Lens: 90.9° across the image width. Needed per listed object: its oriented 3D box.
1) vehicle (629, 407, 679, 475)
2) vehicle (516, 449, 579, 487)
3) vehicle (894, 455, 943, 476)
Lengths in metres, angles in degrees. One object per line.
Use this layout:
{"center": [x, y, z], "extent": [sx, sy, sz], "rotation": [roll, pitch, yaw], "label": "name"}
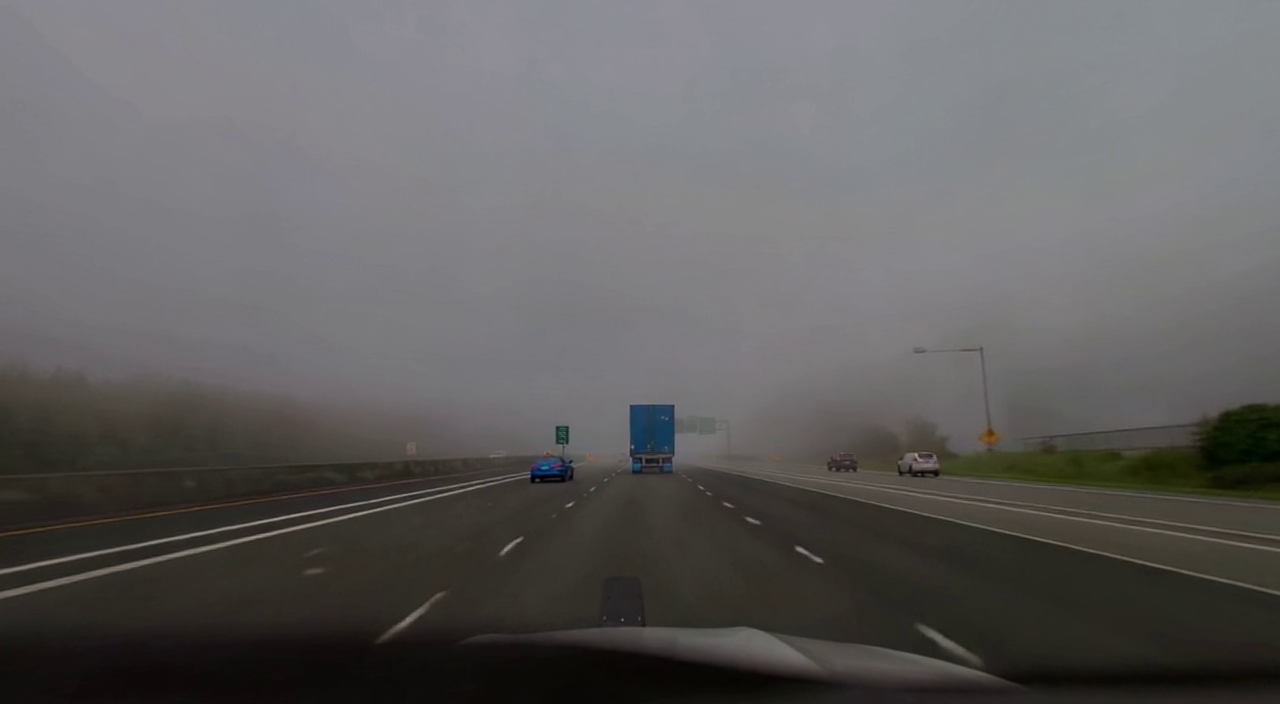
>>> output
{"center": [0.976, 6.179, 43.447], "extent": [3.022, 4.072, 10.318], "rotation": [0, -9, 2], "label": "vehicle"}
{"center": [-3.875, 4.927, 27.146], "extent": [1.931, 1.466, 4.458], "rotation": [0, -9, 1], "label": "vehicle"}
{"center": [20.314, 8.270, 46.115], "extent": [1.857, 1.407, 3.719], "rotation": [0, -9, 0], "label": "vehicle"}
